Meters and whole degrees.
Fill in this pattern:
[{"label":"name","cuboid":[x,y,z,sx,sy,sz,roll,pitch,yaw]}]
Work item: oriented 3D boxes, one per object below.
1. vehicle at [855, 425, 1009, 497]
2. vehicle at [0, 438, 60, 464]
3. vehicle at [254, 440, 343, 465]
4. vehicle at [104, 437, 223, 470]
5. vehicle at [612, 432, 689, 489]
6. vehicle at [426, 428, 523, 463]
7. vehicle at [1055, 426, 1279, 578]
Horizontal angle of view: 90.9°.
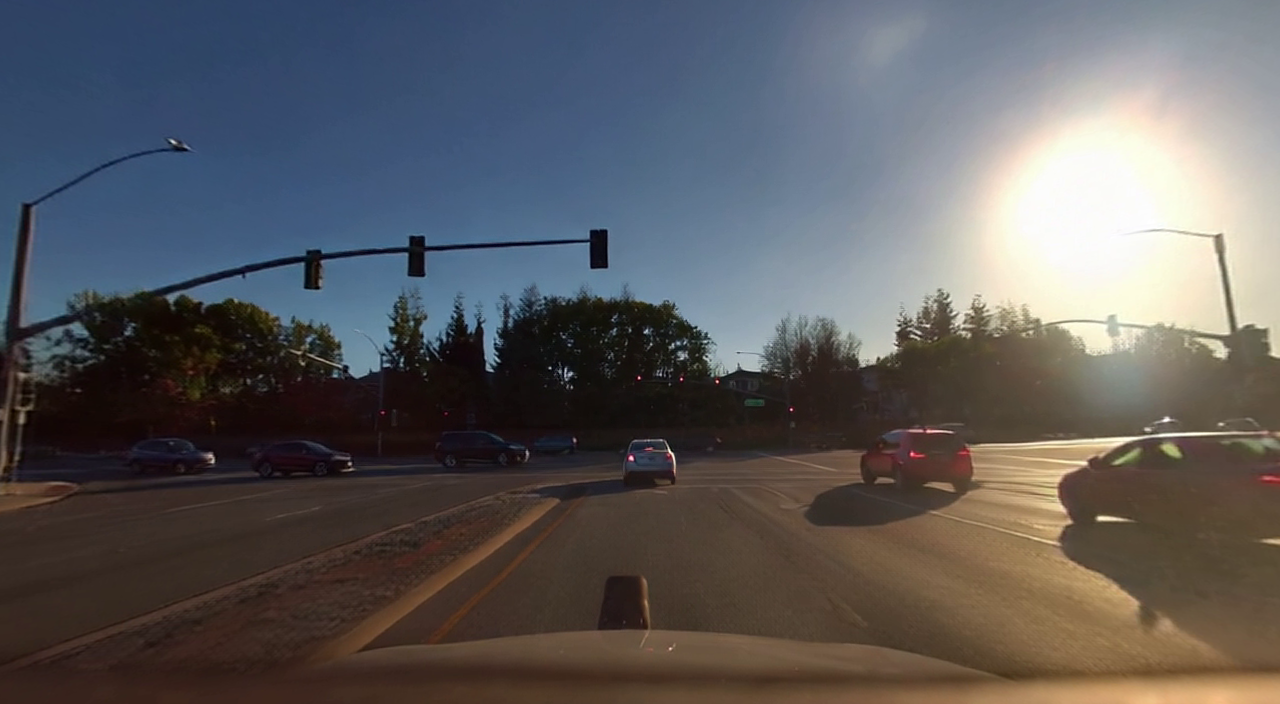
[{"label":"vehicle","cuboid":[7.288,2.770,16.343,1.901,1.577,4.348,0,-8,0]},{"label":"vehicle","cuboid":[-46.696,7.428,47.327,4.118,1.894,2.155,-1,-8,0]},{"label":"vehicle","cuboid":[-20.753,6.115,38.461,4.399,1.445,1.769,-1,-8,1]},{"label":"vehicle","cuboid":[-26.325,5.607,34.966,4.921,1.757,2.036,-1,-8,2]},{"label":"vehicle","cuboid":[0.256,3.164,18.655,2.041,1.485,3.813,0,-8,-1]},{"label":"vehicle","cuboid":[-9.072,5.173,34.821,4.786,1.803,1.967,-1,-8,2]},{"label":"vehicle","cuboid":[7.126,1.663,7.526,1.726,1.467,3.793,0,-8,0]}]
